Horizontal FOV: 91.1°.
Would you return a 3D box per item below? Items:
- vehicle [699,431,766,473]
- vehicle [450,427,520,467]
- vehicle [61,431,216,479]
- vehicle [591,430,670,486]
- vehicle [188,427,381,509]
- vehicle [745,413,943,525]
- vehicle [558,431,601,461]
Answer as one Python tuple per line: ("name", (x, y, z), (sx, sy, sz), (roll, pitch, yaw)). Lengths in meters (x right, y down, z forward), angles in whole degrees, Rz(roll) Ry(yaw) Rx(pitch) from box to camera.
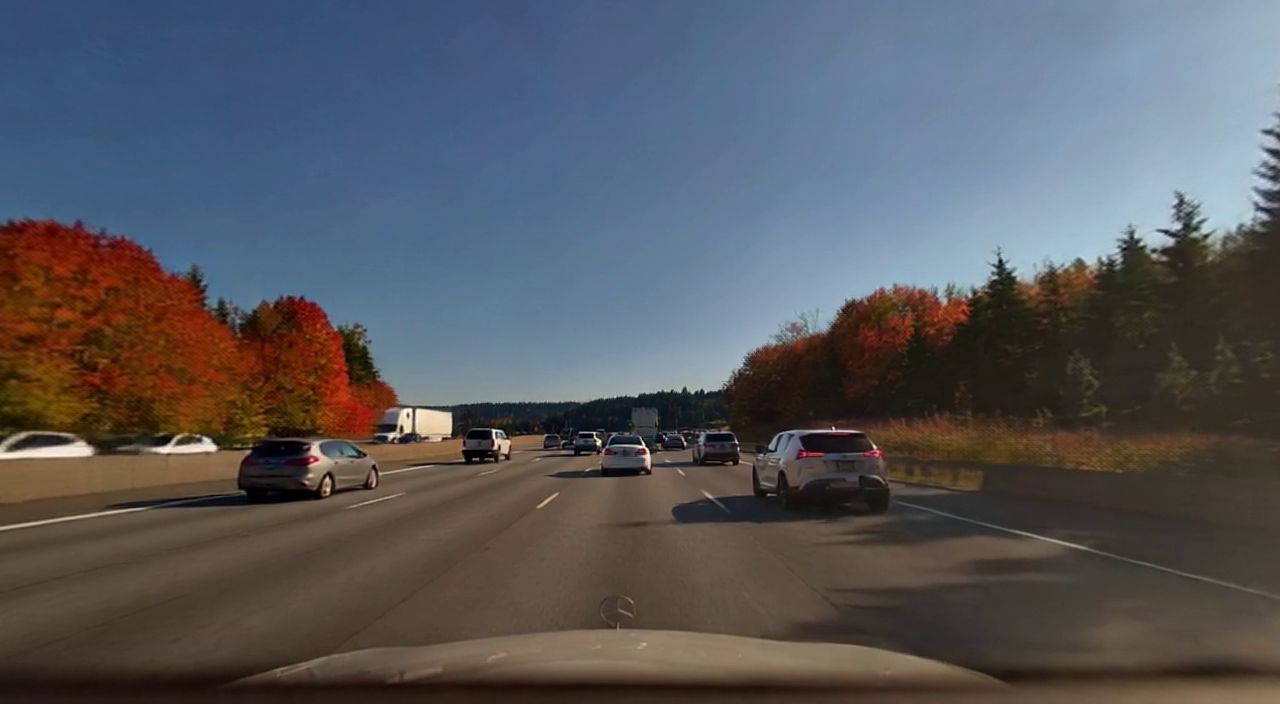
("vehicle", (3.595, 3.974, 25.270), (1.972, 1.516, 4.514), (0, -8, 0))
("vehicle", (-7.489, 4.621, 30.916), (2.117, 1.779, 4.745), (0, -8, 1))
("vehicle", (-18.991, 3.901, 24.173), (2.026, 1.629, 4.766), (0, -8, 0))
("vehicle", (-0.287, 3.136, 19.078), (2.111, 1.494, 4.364), (0, -8, -1))
("vehicle", (-7.509, 2.445, 13.839), (1.934, 1.526, 3.966), (0, -8, 0))
("vehicle", (3.402, 2.037, 11.561), (2.095, 1.650, 4.331), (0, -8, -1))
("vehicle", (-3.589, 5.650, 37.996), (2.064, 1.672, 4.277), (0, -8, 1))
